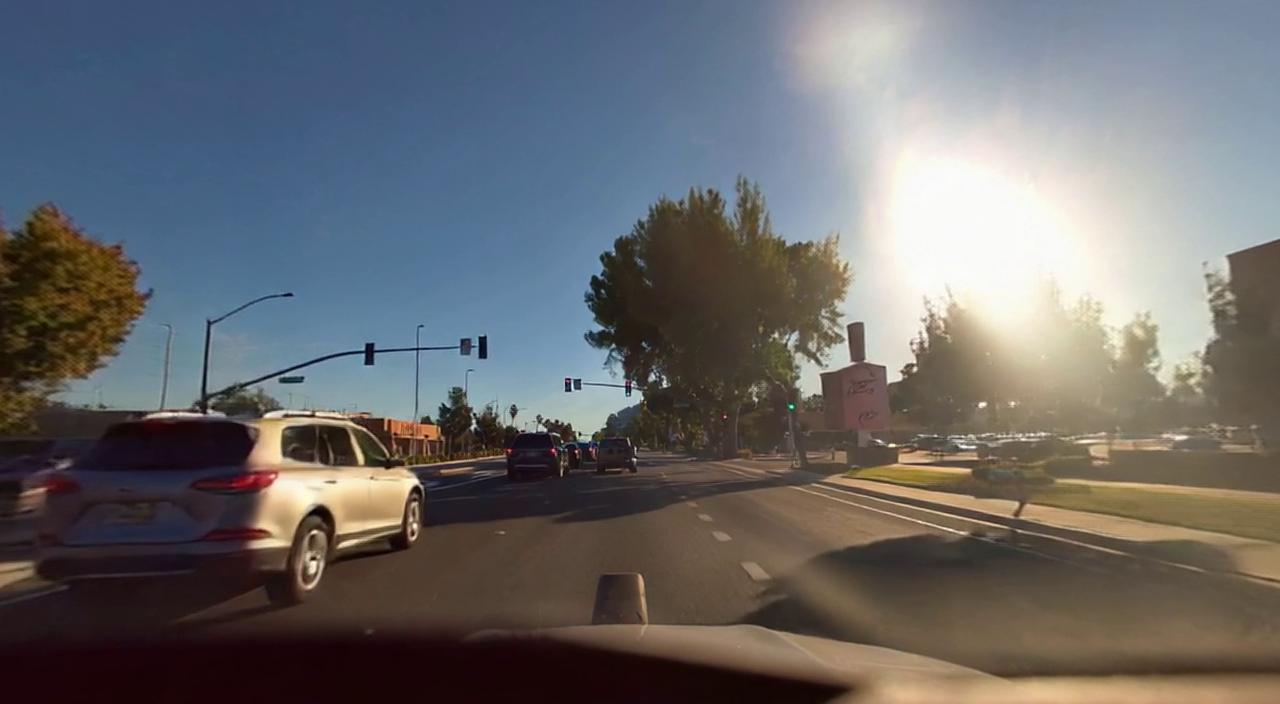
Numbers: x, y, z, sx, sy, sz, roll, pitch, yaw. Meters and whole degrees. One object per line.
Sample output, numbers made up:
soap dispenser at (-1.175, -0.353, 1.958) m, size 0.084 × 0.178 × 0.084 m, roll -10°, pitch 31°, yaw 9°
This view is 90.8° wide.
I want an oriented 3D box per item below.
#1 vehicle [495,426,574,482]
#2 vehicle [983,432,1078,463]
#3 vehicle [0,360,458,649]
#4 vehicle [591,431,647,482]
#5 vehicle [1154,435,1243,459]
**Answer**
vehicle at (-4.096, 4.097, 25.640) m, size 2.252 × 1.999 × 5.605 m, roll 0°, pitch -8°, yaw 0°
vehicle at (26.558, 6.492, 43.084) m, size 5.039 × 1.877 × 2.076 m, roll -2°, pitch -8°, yaw -1°
vehicle at (-3.757, 1.346, 6.641) m, size 2.159 × 1.877 × 4.925 m, roll 0°, pitch -8°, yaw 1°
vehicle at (-0.809, 4.127, 25.204) m, size 2.061 × 1.809 × 4.141 m, roll 0°, pitch -8°, yaw -1°
vehicle at (38.262, 6.506, 43.324) m, size 4.317 × 1.517 × 1.965 m, roll 1°, pitch -8°, yaw -2°
